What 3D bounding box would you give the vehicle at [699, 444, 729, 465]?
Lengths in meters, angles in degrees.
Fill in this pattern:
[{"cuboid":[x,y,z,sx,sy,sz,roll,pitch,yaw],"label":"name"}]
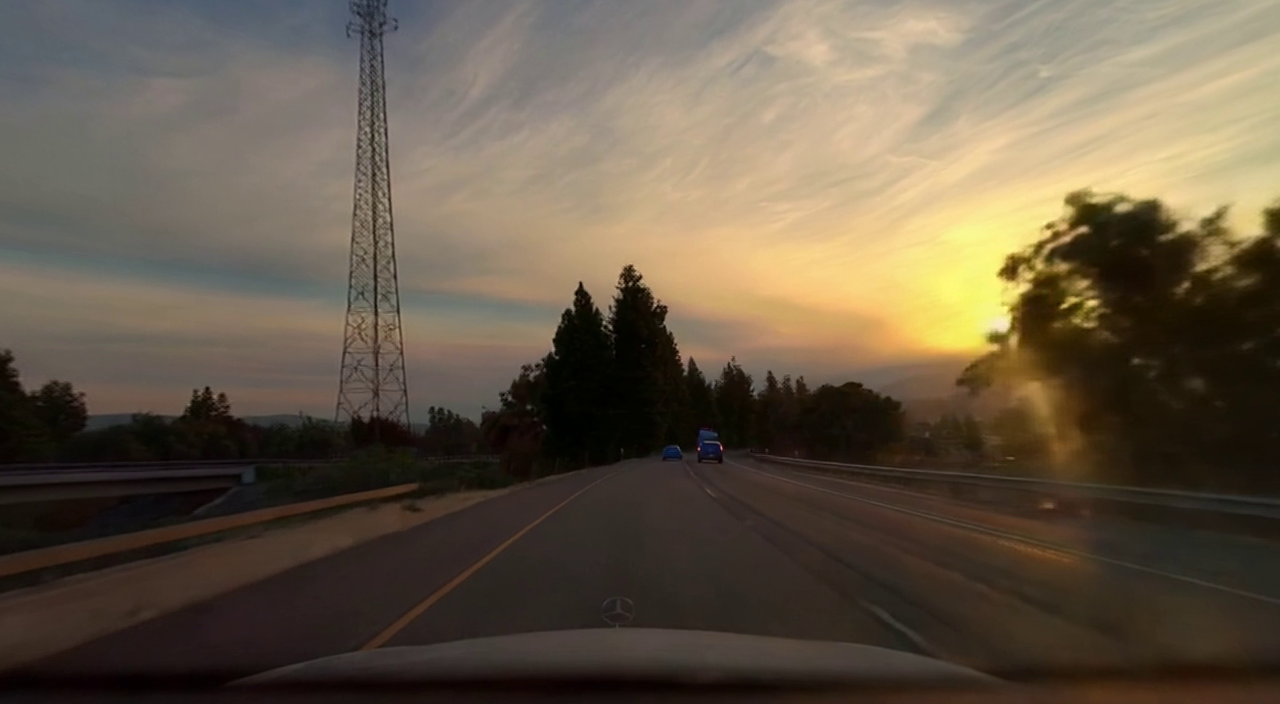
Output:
[{"cuboid":[5.748,7.986,49.252,2.030,1.526,4.165,0,-8,3],"label":"vehicle"}]
